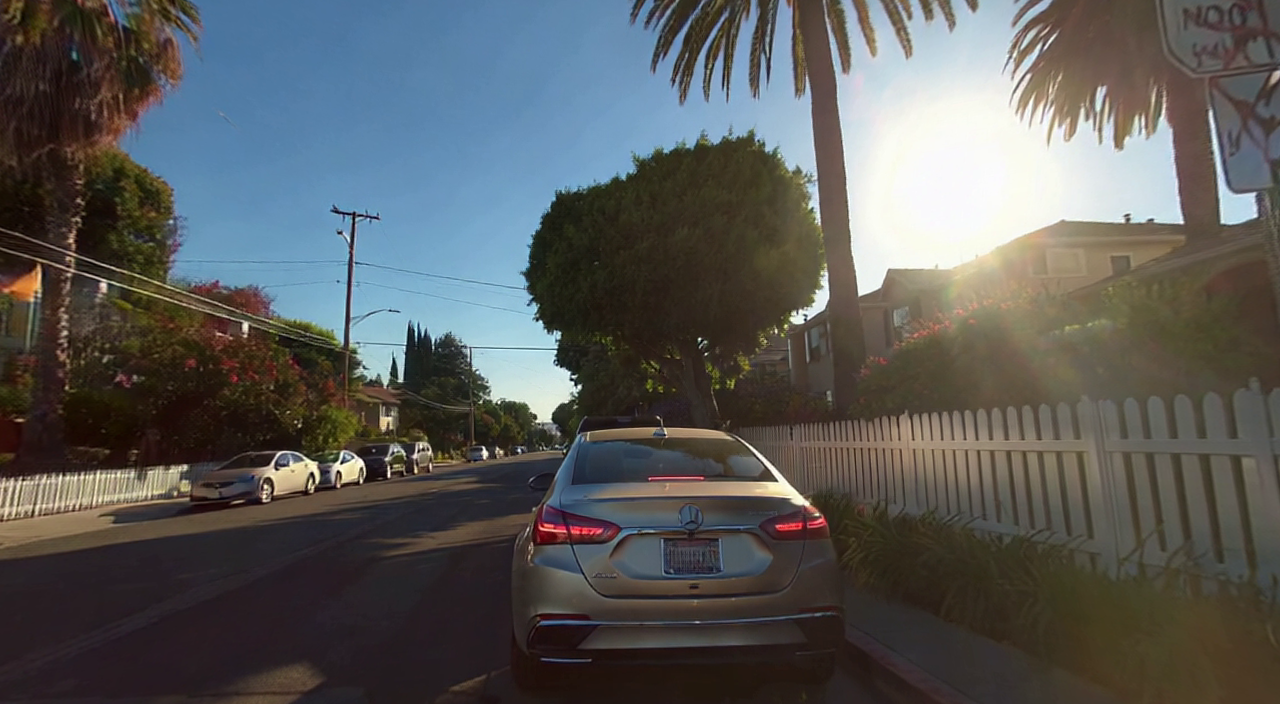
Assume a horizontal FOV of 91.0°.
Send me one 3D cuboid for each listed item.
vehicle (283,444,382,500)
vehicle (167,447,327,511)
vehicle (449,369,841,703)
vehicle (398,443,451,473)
[{"bbox_3d":[-12.152,4.713,25.246,2.048,1.485,4.757,-4,-4,-7],"label":"vehicle"},{"bbox_3d":[-11.391,3.653,18.790,2.017,1.627,5.039,1,-8,-7],"label":"vehicle"},{"bbox_3d":[-0.136,1.213,4.998,1.894,1.695,3.795,1,-8,-6],"label":"vehicle"},{"bbox_3d":[-13.161,6.465,38.709,2.060,1.689,4.999,1,-8,-7],"label":"vehicle"}]
